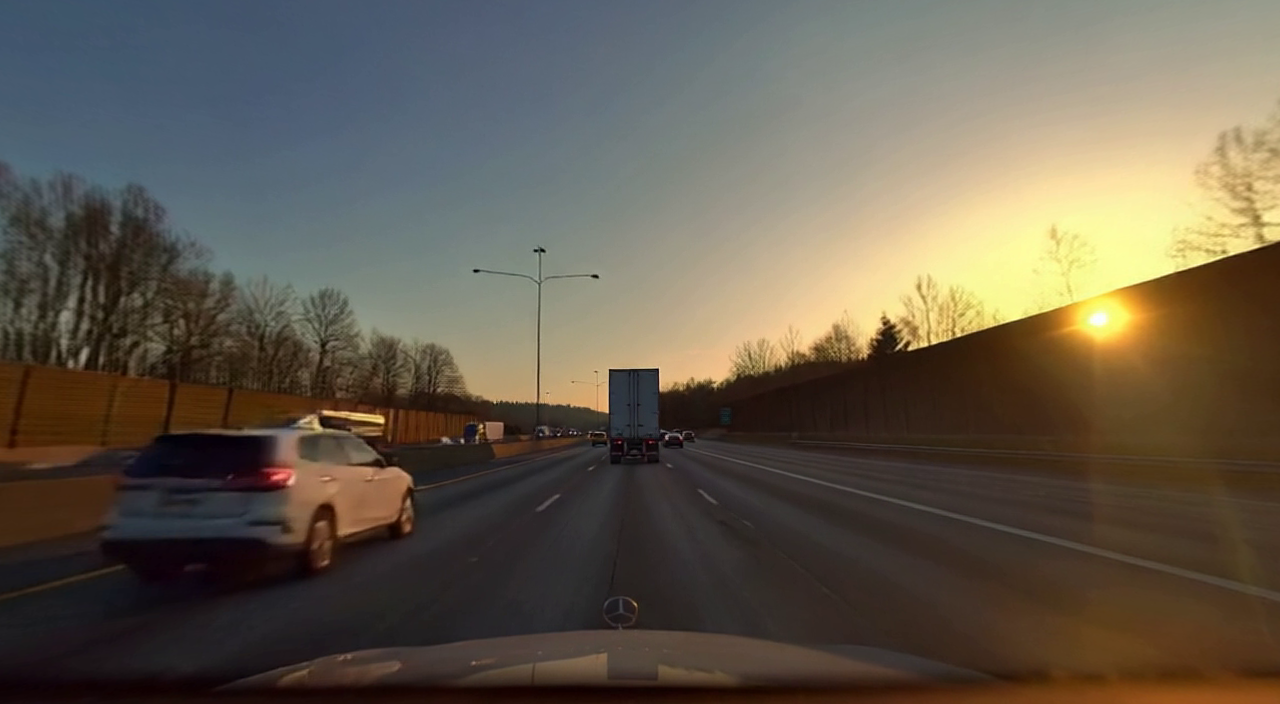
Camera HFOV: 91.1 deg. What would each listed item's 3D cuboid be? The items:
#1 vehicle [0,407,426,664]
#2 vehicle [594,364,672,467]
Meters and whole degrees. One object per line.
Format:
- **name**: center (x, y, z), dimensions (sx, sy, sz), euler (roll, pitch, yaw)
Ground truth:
- **vehicle**: center (-3.839, 1.393, 6.036), dimensions (2.005, 1.521, 4.454), euler (0, -8, 0)
- **vehicle**: center (-0.330, 3.546, 32.624), dimensions (2.965, 3.972, 16.689), euler (0, -8, 0)
